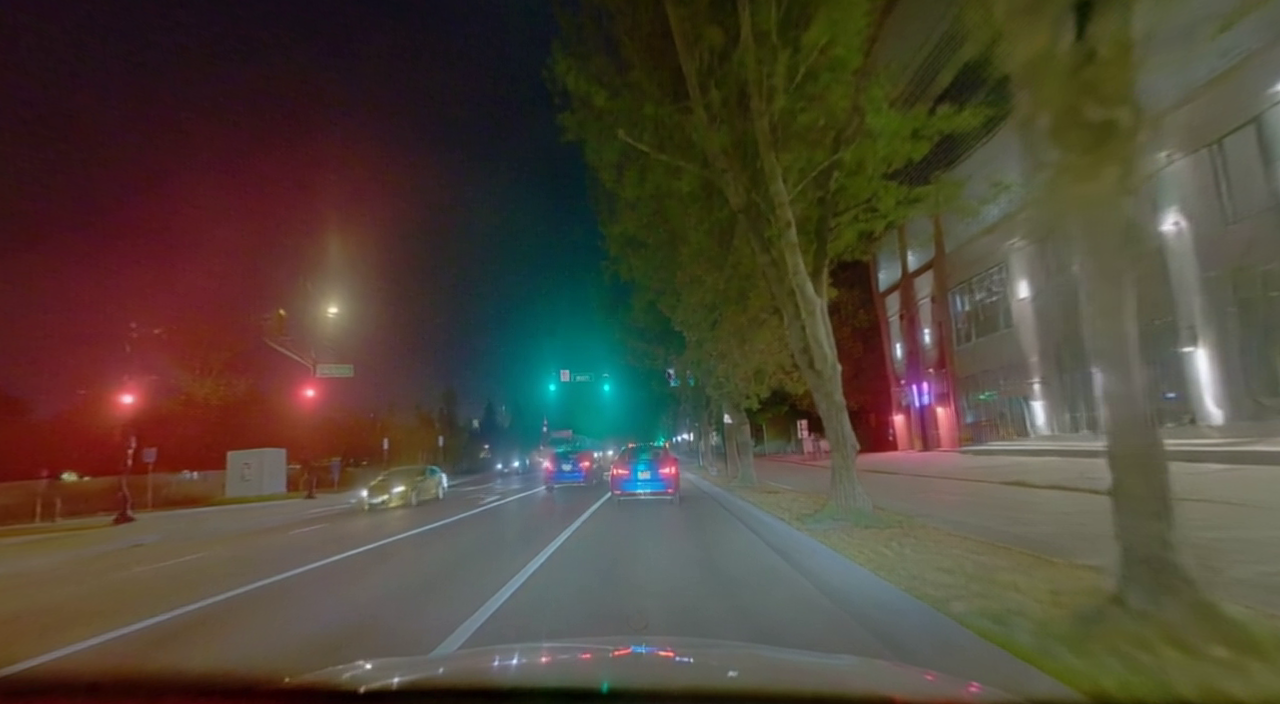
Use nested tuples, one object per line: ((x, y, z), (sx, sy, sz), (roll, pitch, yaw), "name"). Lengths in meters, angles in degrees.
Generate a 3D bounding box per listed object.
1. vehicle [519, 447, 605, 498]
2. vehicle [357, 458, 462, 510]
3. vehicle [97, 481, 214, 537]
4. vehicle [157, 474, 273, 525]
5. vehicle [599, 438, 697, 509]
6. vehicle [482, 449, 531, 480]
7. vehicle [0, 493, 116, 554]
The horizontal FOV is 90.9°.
((-2.372, 3.808, 20.444), (2.099, 1.424, 4.843), (0, -8, 1), "vehicle")
((-8.488, 4.882, 23.705), (2.118, 1.473, 4.642), (-5, -9, 1), "vehicle")
((-17.372, 5.512, 22.527), (4.584, 1.504, 2.124), (-7, -10, 38), "vehicle")
((-17.023, 5.894, 25.258), (4.266, 1.486, 1.907), (-13, -15, 25), "vehicle")
((0.191, 2.898, 15.515), (2.094, 1.478, 3.922), (0, -8, 1), "vehicle")
((-8.580, 7.275, 40.963), (2.067, 1.820, 4.509), (-1, -8, 2), "vehicle")
((-17.913, 4.788, 17.646), (4.500, 1.429, 1.911), (2, -9, -12), "vehicle")
